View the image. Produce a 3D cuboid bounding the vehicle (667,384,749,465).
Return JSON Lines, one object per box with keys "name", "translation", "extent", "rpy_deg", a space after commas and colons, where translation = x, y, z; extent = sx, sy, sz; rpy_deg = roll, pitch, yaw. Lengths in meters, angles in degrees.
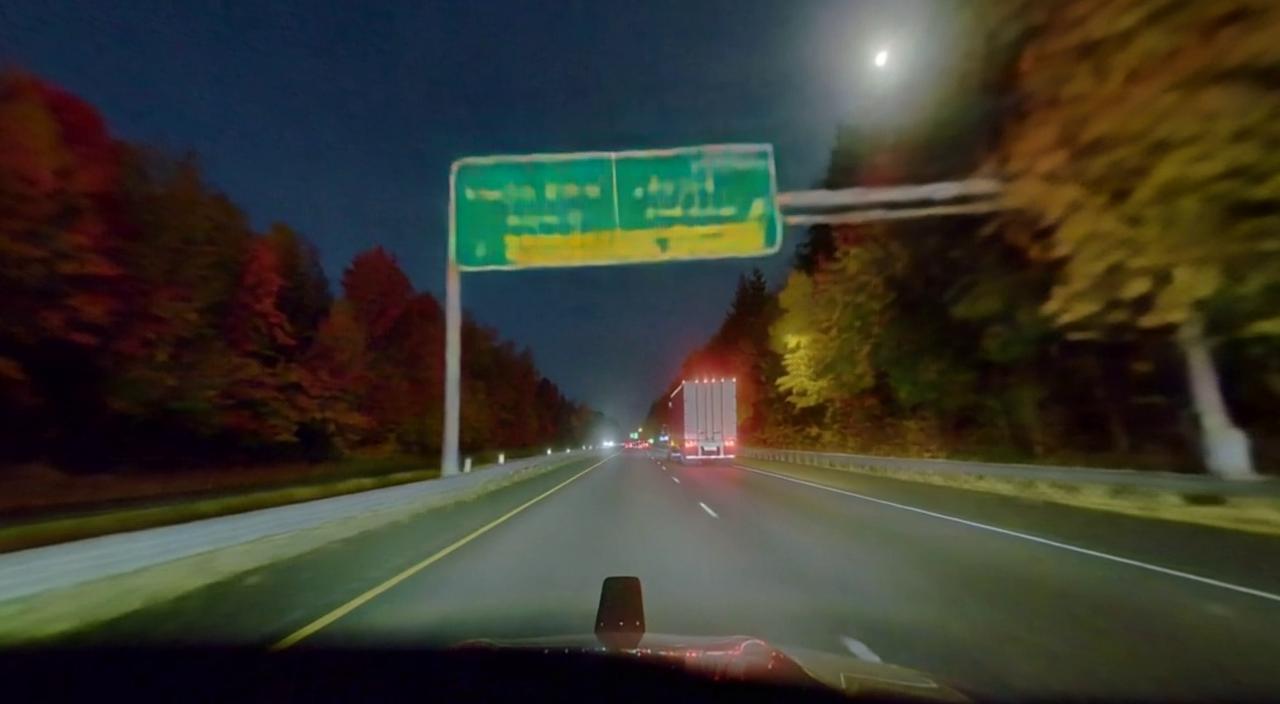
{"name": "vehicle", "translation": [3.751, 4.753, 39.407], "extent": [3.357, 4.101, 14.659], "rpy_deg": [0, -8, -1]}
